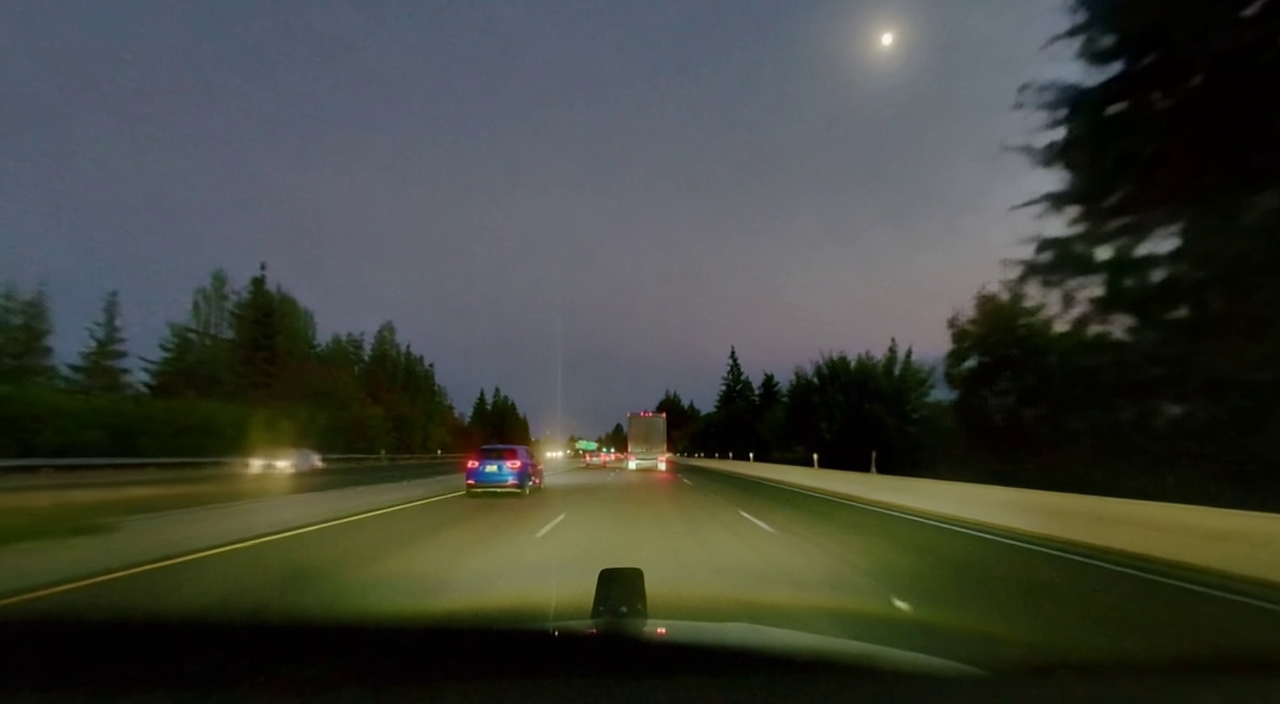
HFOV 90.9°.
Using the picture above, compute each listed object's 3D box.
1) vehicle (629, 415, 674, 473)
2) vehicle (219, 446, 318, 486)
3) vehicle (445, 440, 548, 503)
[{"bbox_3d":[0.674,6.591,44.811,2.893,3.628,9.081,0,-9,-1],"label":"vehicle"},{"bbox_3d":[-15.915,4.877,27.248,1.871,1.578,3.906,0,-9,0],"label":"vehicle"},{"bbox_3d":[-3.973,3.372,18.168,1.977,1.602,3.944,0,-9,1],"label":"vehicle"}]
